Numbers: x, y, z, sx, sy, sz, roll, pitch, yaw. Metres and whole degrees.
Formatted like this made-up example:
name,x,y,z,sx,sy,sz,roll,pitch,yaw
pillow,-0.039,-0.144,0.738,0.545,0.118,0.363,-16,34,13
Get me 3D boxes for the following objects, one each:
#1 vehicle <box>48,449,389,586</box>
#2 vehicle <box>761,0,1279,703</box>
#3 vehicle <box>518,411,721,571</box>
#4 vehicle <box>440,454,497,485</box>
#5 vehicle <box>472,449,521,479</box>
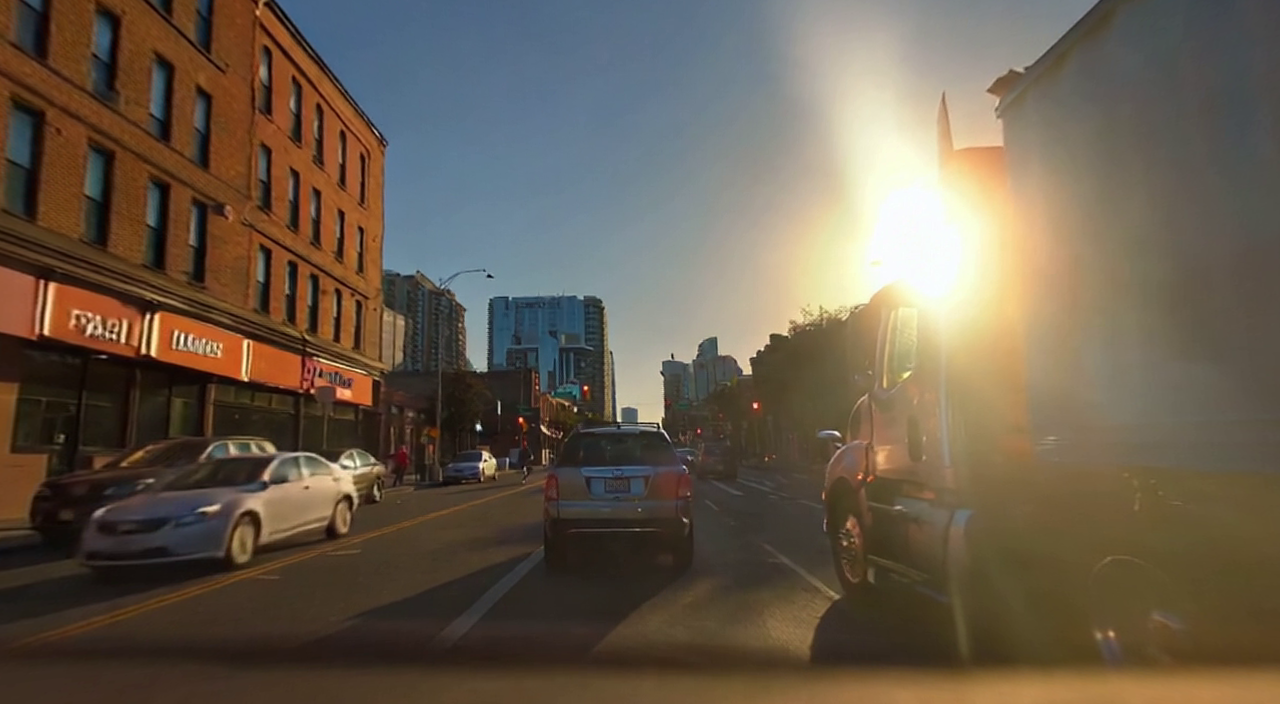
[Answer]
name,x,y,z,sx,sy,sz,roll,pitch,yaw
vehicle,-5.574,2.185,9.277,1.997,1.467,4.373,0,-9,0
vehicle,2.909,-0.017,2.346,2.913,3.771,9.716,0,-9,0
vehicle,-0.226,1.915,9.476,2.283,1.783,4.548,0,-9,0
vehicle,-8.732,5.994,32.553,1.805,1.379,4.359,0,-9,-1
vehicle,-8.703,6.843,38.737,2.084,1.686,4.422,0,-9,-1
